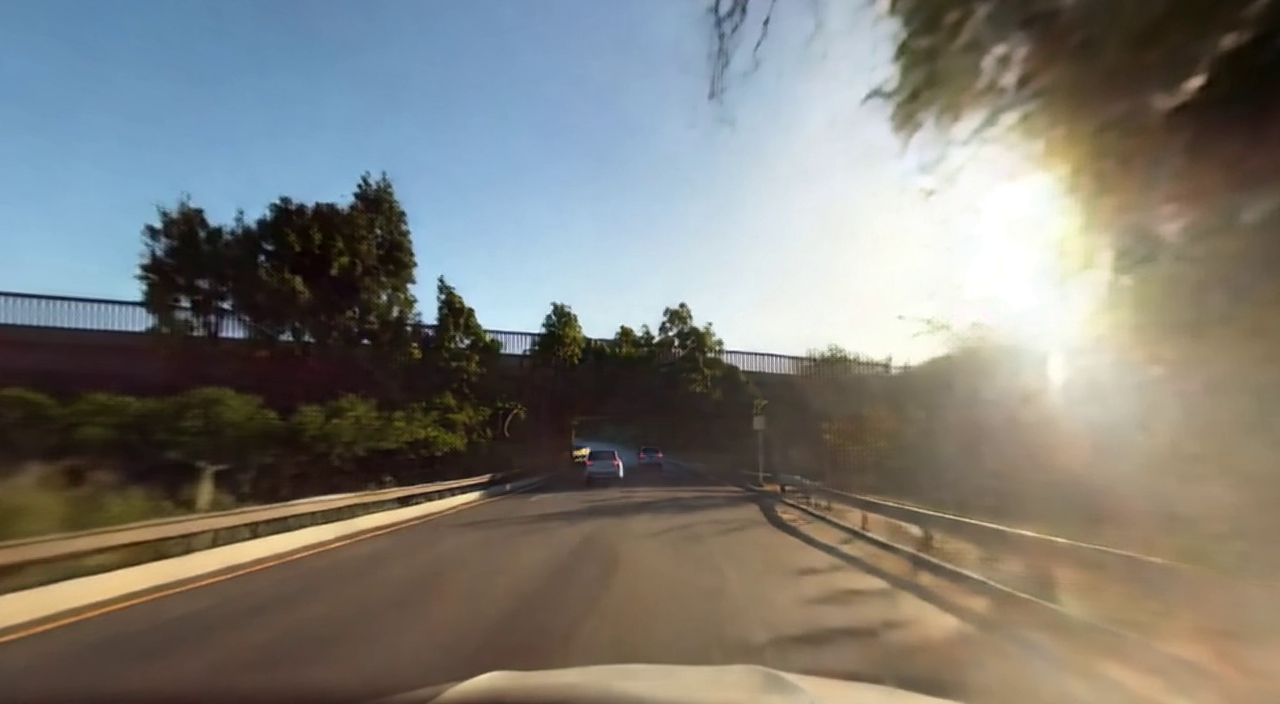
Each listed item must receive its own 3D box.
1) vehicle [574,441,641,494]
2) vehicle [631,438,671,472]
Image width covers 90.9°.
[{"bbox_3d":[-1.062,3.827,21.183,2.037,1.601,3.643,0,-9,-2],"label":"vehicle"},{"bbox_3d":[0.658,6.634,40.709,2.273,2.010,4.396,0,-9,-3],"label":"vehicle"}]
